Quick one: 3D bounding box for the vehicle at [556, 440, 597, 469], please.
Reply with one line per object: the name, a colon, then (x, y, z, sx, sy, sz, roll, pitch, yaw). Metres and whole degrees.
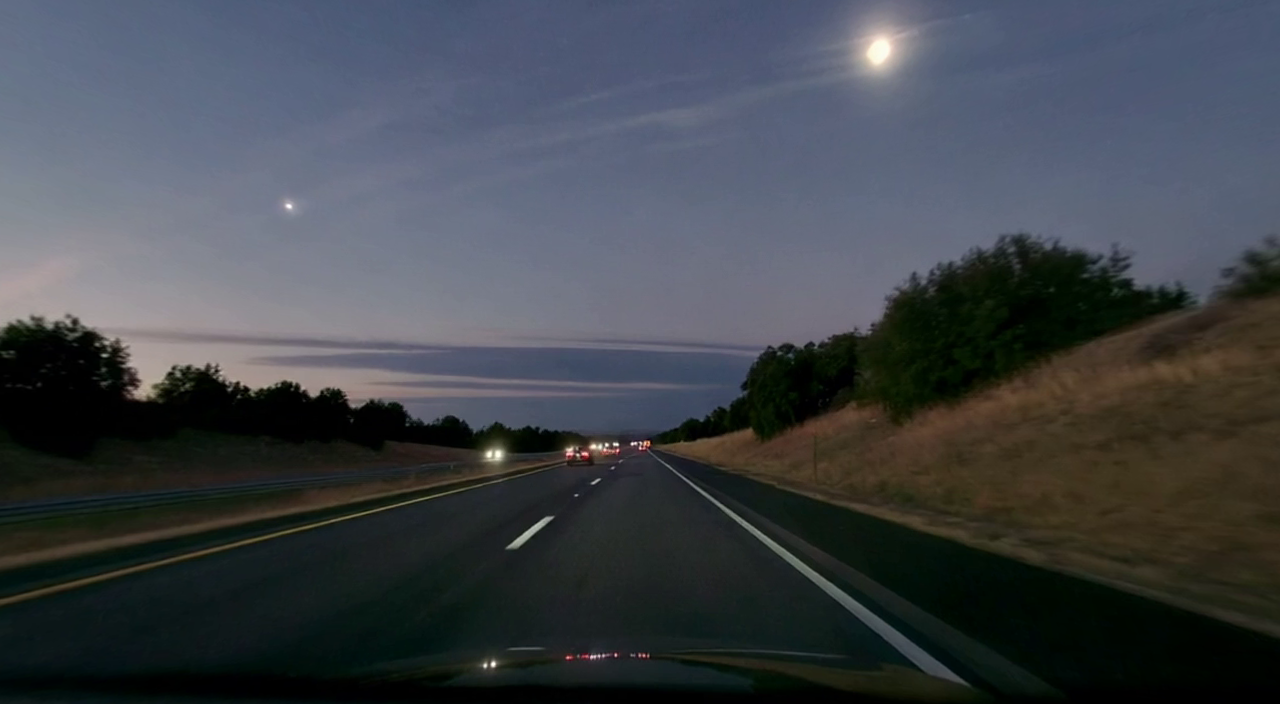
vehicle: (-3.973, 6.539, 40.257, 2.132, 1.701, 4.303, 0, -9, 0)
